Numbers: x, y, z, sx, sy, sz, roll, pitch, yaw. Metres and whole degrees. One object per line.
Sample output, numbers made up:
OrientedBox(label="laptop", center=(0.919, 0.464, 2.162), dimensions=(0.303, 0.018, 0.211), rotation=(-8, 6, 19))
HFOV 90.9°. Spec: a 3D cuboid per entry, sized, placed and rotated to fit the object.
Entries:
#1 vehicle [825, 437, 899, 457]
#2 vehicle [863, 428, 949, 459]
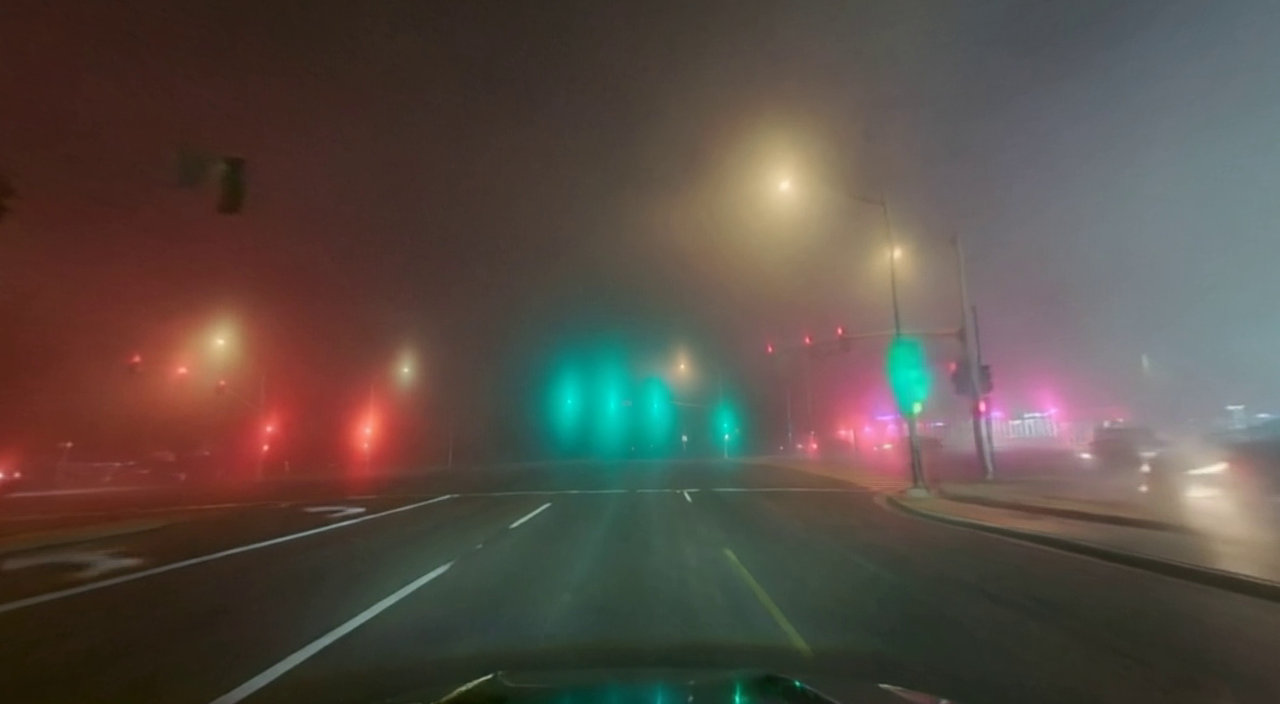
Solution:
OrientedBox(label="vehicle", center=(16.077, 6.899, 45.759), dimensions=(4.582, 1.436, 2.073), rotation=(1, -9, -7))
OrientedBox(label="vehicle", center=(17.994, 6.237, 42.763), dimensions=(4.721, 1.637, 2.256), rotation=(-4, -8, -9))
